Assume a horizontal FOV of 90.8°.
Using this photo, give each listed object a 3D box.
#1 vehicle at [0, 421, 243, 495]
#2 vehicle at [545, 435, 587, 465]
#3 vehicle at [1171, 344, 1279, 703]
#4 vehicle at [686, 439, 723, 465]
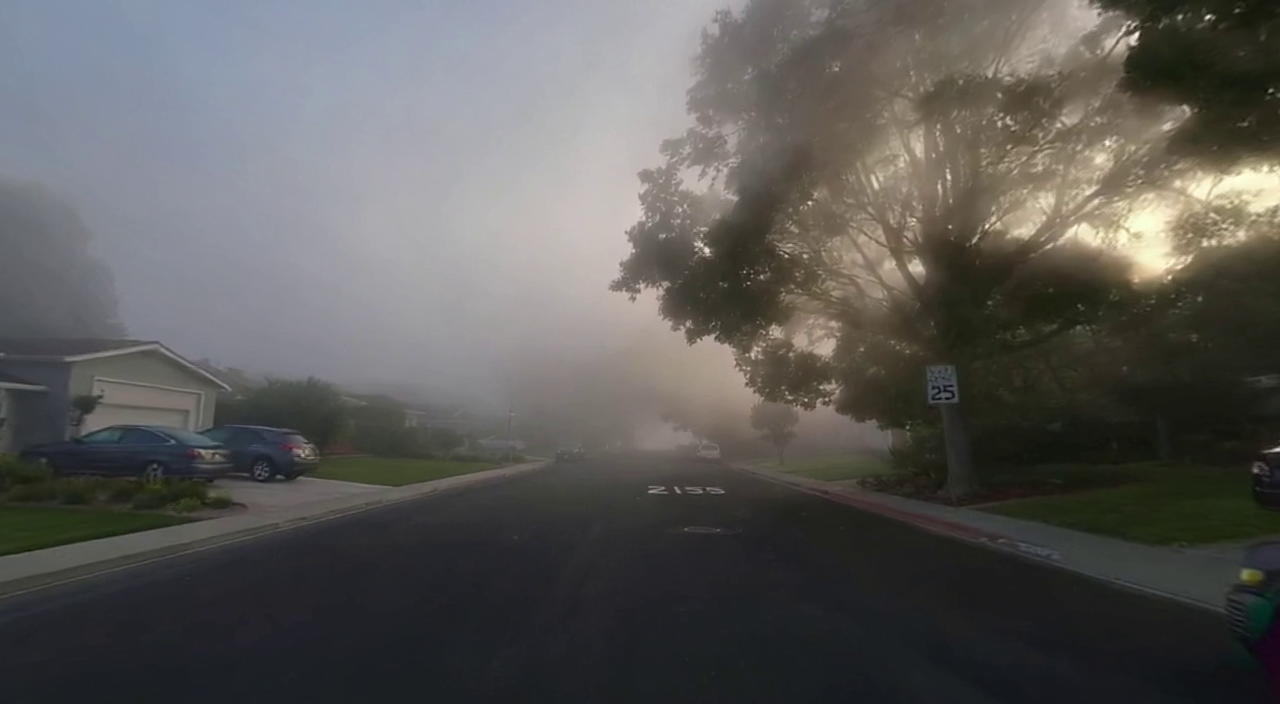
[{"bbox_3d":[-12.360,2.465,14.814,4.669,1.606,2.008,0,-9,-1],"label":"vehicle"},{"bbox_3d":[-5.264,7.074,45.535,2.322,1.949,5.695,-1,-9,0],"label":"vehicle"},{"bbox_3d":[4.208,0.552,0.265,2.413,1.883,5.992,1,-8,-5],"label":"vehicle"},{"bbox_3d":[4.490,7.054,44.598,2.033,1.730,4.554,0,-9,-1],"label":"vehicle"}]
